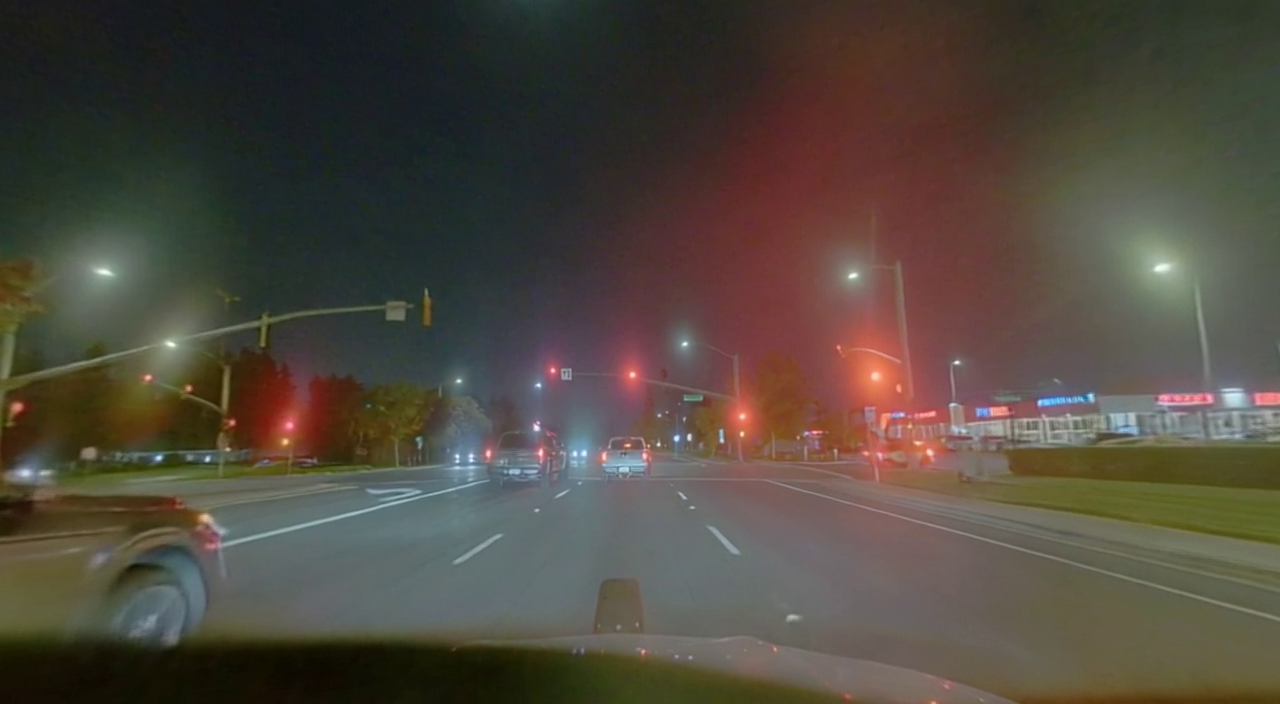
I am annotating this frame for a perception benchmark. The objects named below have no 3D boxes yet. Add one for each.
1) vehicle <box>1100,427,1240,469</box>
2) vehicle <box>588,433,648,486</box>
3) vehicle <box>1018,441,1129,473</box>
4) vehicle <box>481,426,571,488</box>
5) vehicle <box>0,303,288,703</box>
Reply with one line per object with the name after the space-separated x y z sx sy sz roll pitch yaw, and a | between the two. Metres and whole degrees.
26.610 4.849 31.867 5.039 1.877 2.076 -2 -8 0 | vehicle
-0.789 4.008 23.866 2.061 1.809 4.141 0 -8 0 | vehicle
21.659 5.250 31.683 4.317 1.430 1.782 -1 -8 -5 | vehicle
-4.001 3.814 23.251 2.252 1.999 5.605 0 -8 0 | vehicle
-3.657 0.683 2.039 2.159 1.877 4.925 0 -9 0 | vehicle
